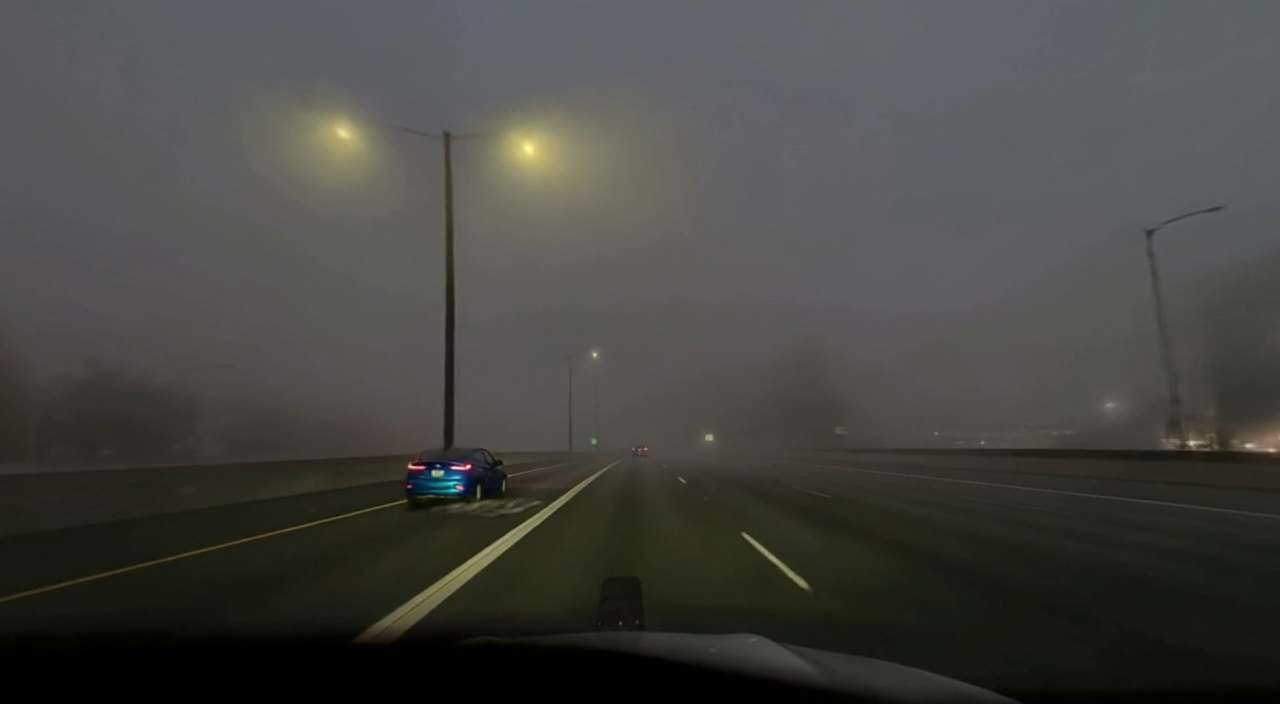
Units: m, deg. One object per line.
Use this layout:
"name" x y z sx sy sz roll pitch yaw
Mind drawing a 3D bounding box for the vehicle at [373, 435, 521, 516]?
"vehicle" -4.069 2.667 14.204 1.900 1.492 4.495 0 -9 0
